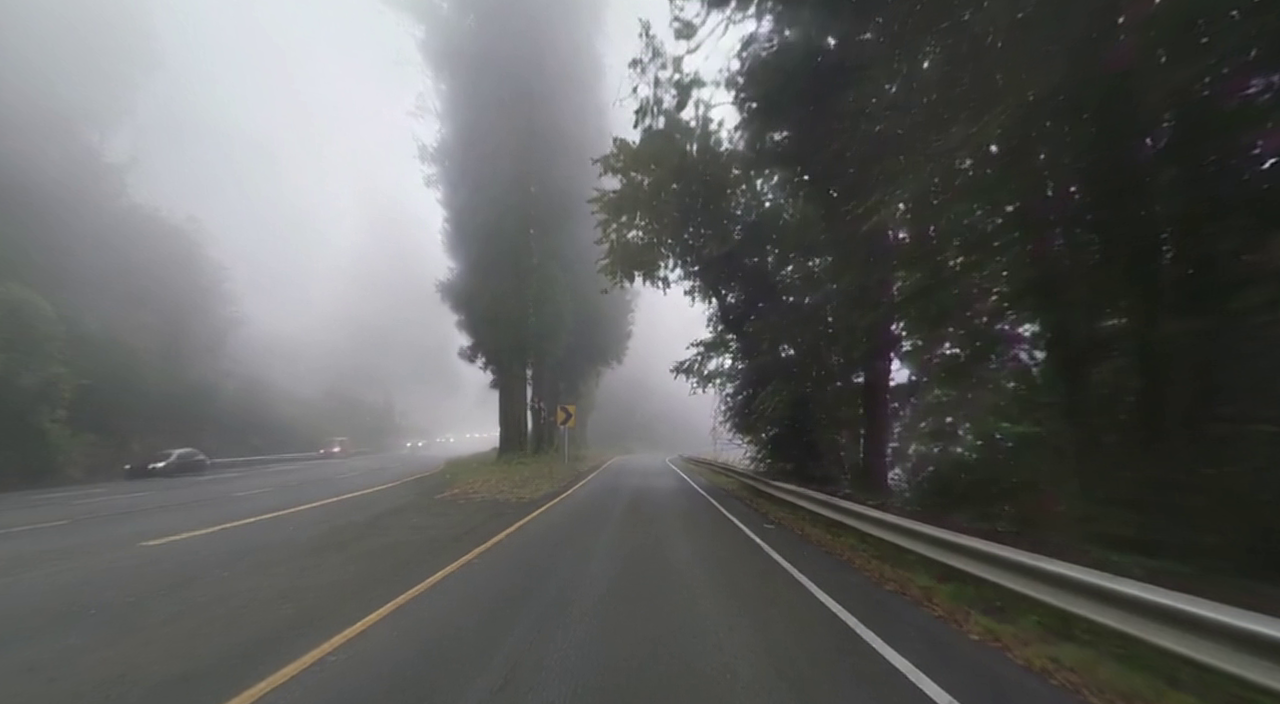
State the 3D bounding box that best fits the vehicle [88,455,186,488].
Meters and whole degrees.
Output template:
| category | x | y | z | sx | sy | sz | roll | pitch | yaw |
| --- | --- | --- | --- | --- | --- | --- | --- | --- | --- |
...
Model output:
| category | x | y | z | sx | sy | sz | roll | pitch | yaw |
| --- | --- | --- | --- | --- | --- | --- | --- | --- | --- |
| vehicle | -25.177 | 5.951 | 31.803 | 1.985 | 1.505 | 3.701 | 1 | -9 | -5 |
